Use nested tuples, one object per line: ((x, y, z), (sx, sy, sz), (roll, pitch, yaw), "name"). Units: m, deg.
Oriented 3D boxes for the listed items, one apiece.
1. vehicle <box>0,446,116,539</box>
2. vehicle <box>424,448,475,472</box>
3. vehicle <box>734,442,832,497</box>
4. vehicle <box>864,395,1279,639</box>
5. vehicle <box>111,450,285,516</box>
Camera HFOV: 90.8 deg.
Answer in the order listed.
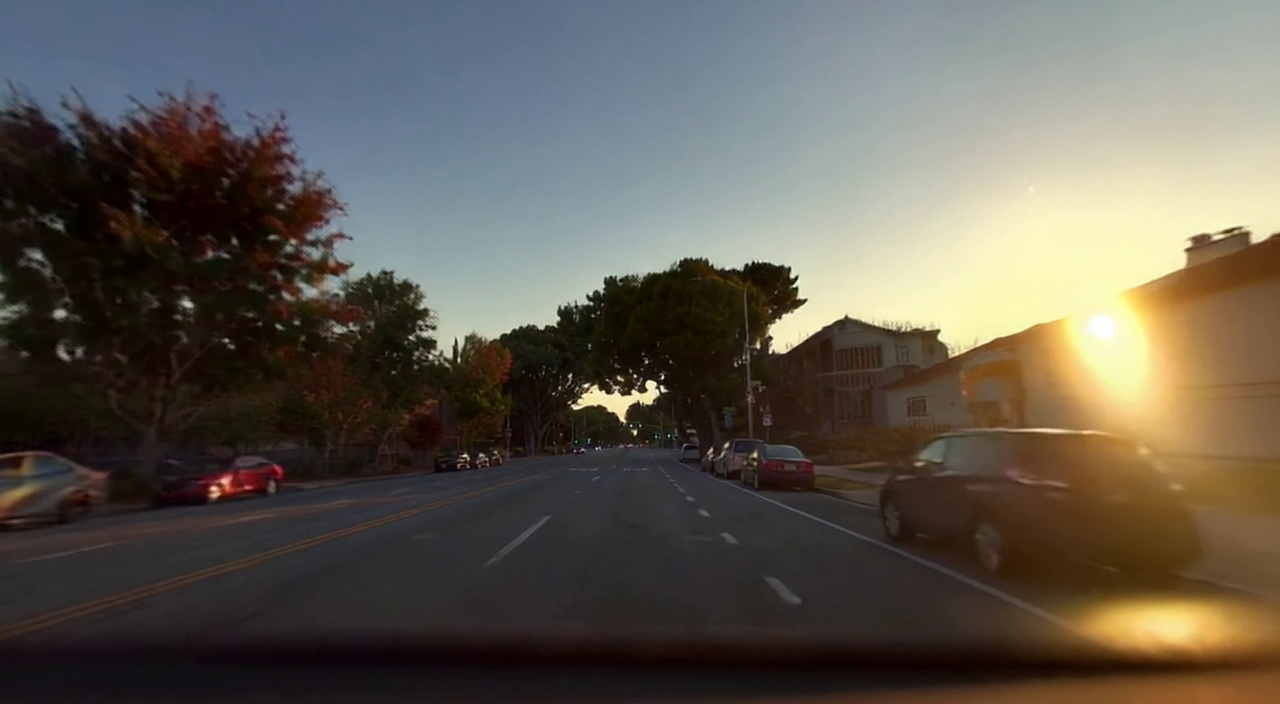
((-13.496, 2.818, 12.445), (2.220, 1.747, 4.980), (-3, -8, -2), "vehicle")
((-13.913, 7.896, 46.496), (2.163, 1.641, 4.875), (0, -8, 0), "vehicle")
((4.183, 3.495, 19.238), (1.845, 1.443, 4.531), (0, -8, -1), "vehicle")
((4.309, 1.521, 6.912), (1.994, 1.725, 4.676), (0, -8, 0), "vehicle")
((-13.738, 4.038, 20.118), (2.239, 1.645, 4.700), (-3, -8, -1), "vehicle")
